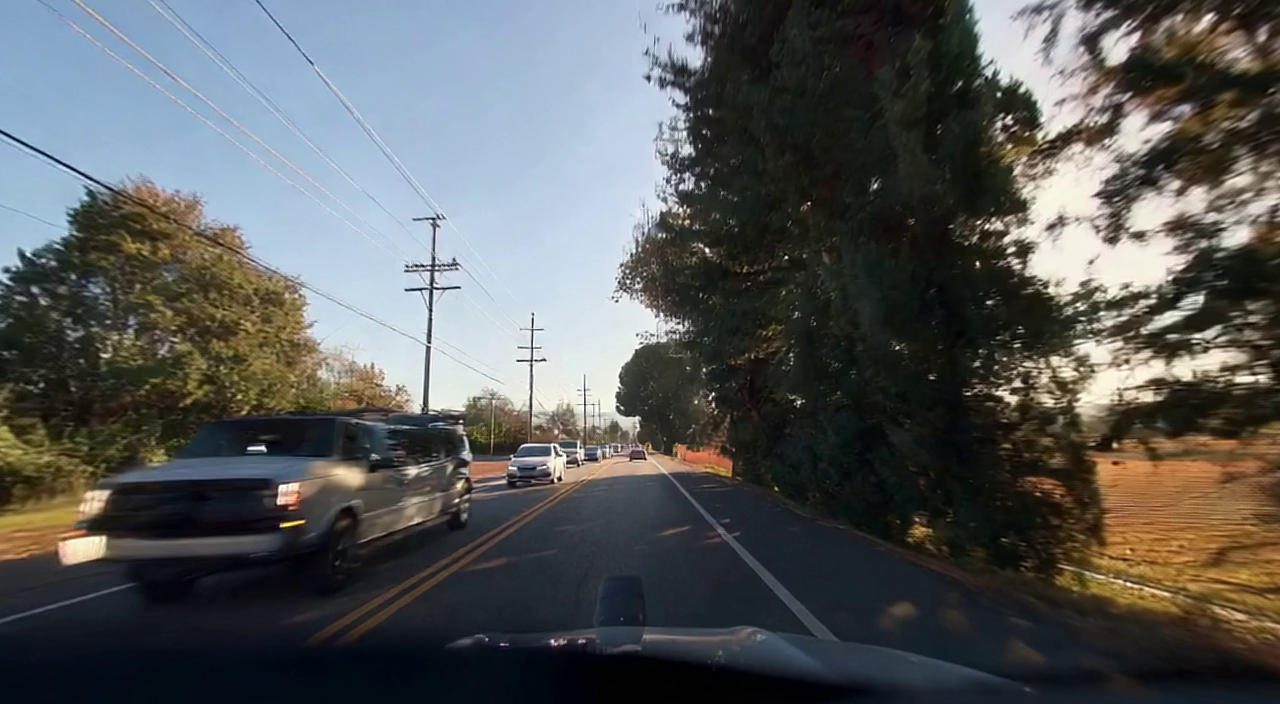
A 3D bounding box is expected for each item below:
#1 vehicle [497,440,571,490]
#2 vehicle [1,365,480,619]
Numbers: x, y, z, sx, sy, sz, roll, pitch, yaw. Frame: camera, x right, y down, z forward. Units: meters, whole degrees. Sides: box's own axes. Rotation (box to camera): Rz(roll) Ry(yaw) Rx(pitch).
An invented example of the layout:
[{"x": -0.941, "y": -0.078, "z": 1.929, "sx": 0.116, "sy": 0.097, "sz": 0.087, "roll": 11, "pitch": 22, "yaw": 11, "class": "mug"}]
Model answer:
[{"x": -4.087, "y": 4.389, "z": 25.078, "sx": 2.238, "sy": 1.674, "sz": 4.657, "roll": -2, "pitch": -8, "yaw": -2, "class": "vehicle"}, {"x": -4.378, "y": 1.667, "z": 8.812, "sx": 2.908, "sy": 2.204, "sz": 5.985, "roll": -2, "pitch": -8, "yaw": -2, "class": "vehicle"}]
